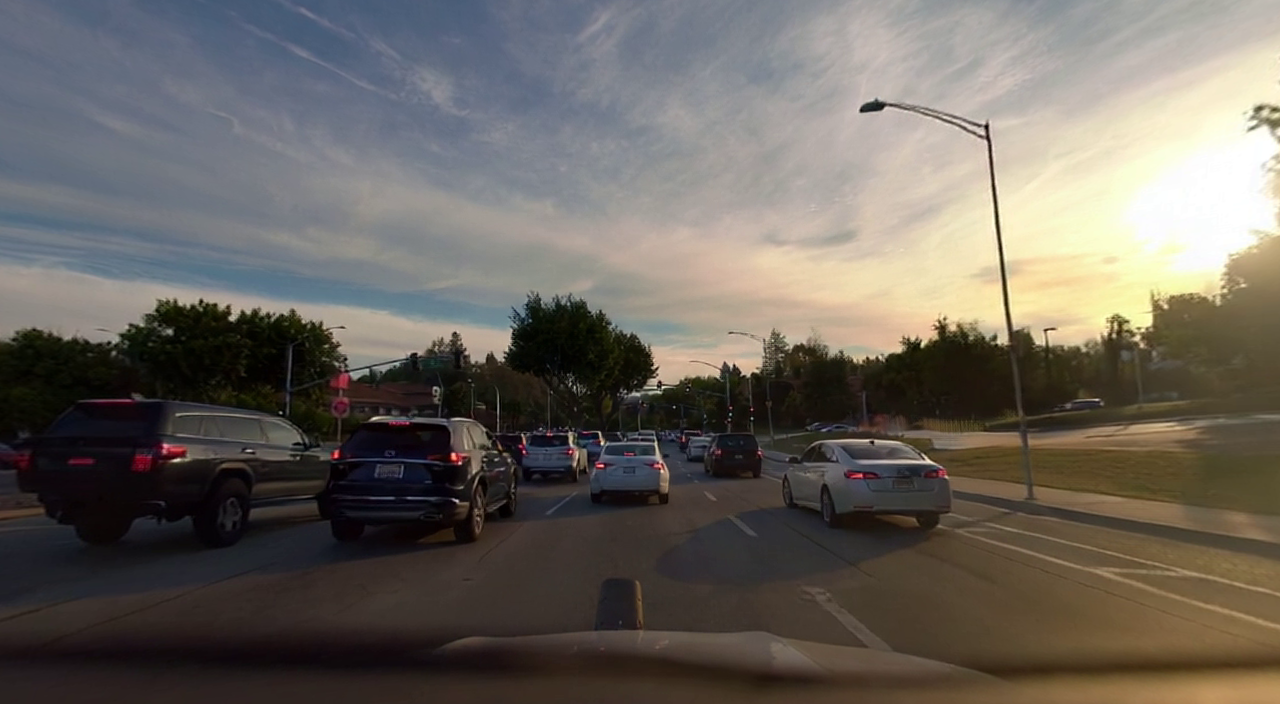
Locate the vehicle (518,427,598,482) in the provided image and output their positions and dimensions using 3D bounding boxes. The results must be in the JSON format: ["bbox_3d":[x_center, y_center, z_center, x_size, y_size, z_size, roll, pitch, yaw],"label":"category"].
[{"bbox_3d":[-2.917,3.779,23.607,2.218,1.829,4.492,-1,-8,2],"label":"vehicle"}]

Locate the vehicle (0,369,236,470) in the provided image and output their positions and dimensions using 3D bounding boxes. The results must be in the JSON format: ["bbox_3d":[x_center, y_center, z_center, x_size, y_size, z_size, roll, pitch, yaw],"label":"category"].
[{"bbox_3d":[-27.835,3.808,32.978,3.181,4.189,14.107,-1,-8,5],"label":"vehicle"}]

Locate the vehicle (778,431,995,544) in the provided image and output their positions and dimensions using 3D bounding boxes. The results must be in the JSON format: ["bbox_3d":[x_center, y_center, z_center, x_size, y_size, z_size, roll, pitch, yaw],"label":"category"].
[{"bbox_3d":[3.721,2.099,10.492,1.884,1.463,4.195,0,-8,0],"label":"vehicle"}]

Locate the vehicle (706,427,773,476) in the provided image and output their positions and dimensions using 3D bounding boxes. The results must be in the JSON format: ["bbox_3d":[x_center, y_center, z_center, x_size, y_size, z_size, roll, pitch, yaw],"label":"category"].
[{"bbox_3d":[4.062,4.162,26.585,2.099,1.845,4.363,0,-8,0],"label":"vehicle"}]

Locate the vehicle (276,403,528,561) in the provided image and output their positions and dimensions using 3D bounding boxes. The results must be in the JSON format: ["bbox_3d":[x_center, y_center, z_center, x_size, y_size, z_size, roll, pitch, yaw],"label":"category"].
[{"bbox_3d":[-3.120,1.838,9.769,2.111,1.745,5.274,0,-8,-3],"label":"vehicle"}]

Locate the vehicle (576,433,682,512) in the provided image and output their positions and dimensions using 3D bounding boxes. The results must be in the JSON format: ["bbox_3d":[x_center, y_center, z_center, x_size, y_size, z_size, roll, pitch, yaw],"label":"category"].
[{"bbox_3d":[-0.214,2.636,14.337,2.030,1.477,4.330,0,-8,0],"label":"vehicle"}]
